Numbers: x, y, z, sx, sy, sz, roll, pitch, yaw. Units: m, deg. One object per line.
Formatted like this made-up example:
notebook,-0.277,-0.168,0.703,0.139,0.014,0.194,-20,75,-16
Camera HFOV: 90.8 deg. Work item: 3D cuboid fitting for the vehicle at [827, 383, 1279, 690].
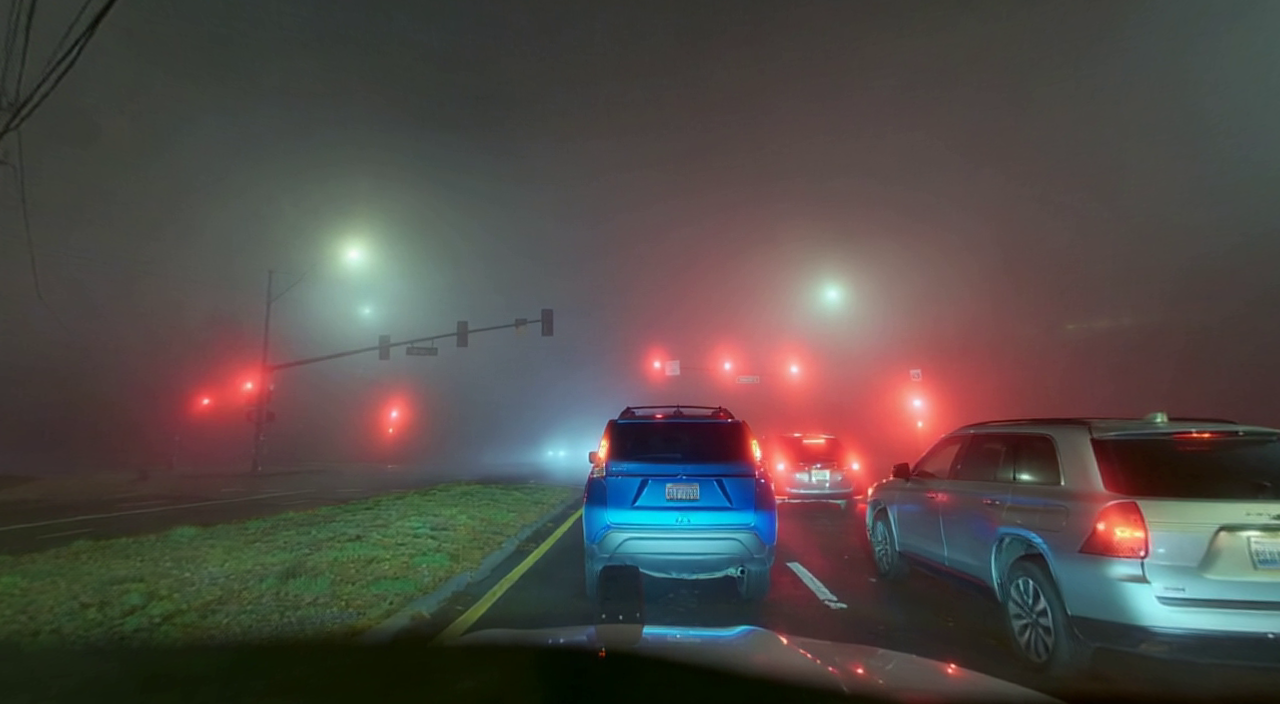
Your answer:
vehicle,3.413,1.335,5.795,1.990,1.649,4.625,0,-8,0

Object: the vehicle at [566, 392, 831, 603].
vehicle,0.450,1.553,7.600,2.240,1.778,4.335,0,-8,-1
